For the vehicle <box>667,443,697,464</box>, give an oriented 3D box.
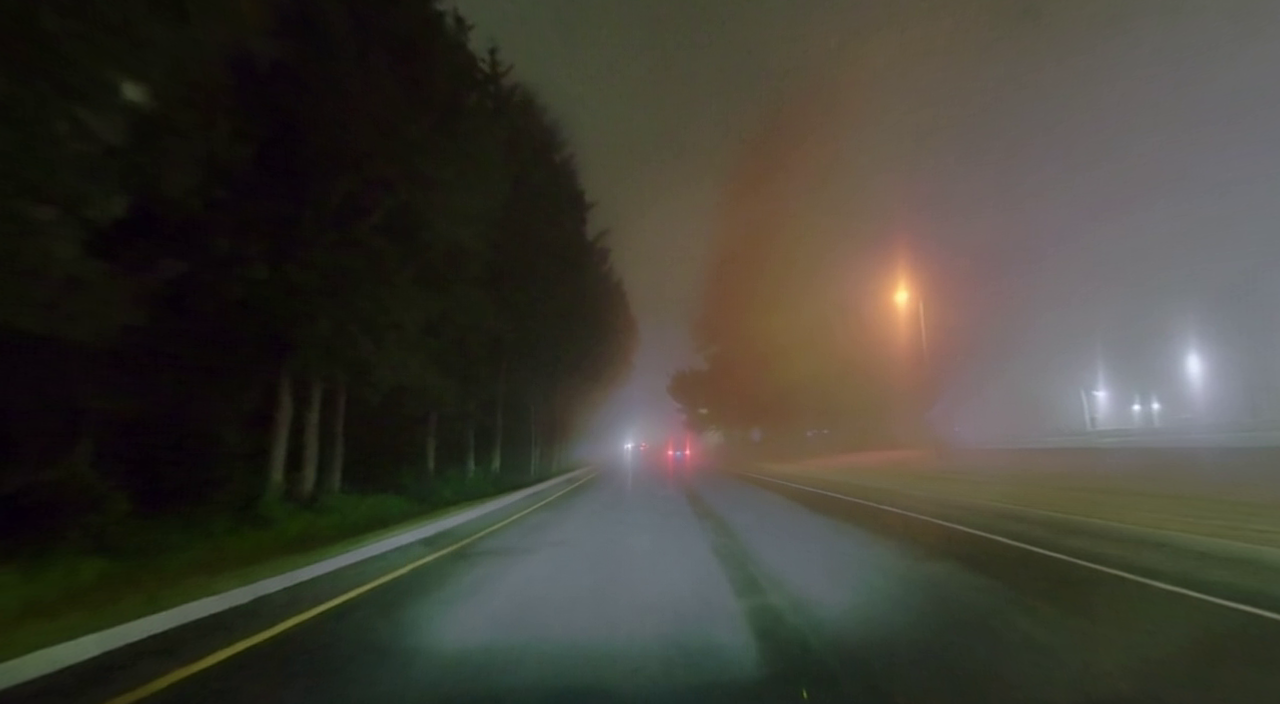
[{"bbox_3d":[3.200,7.801,48.657,1.925,1.488,4.271,0,-8,-1],"label":"vehicle"}]
